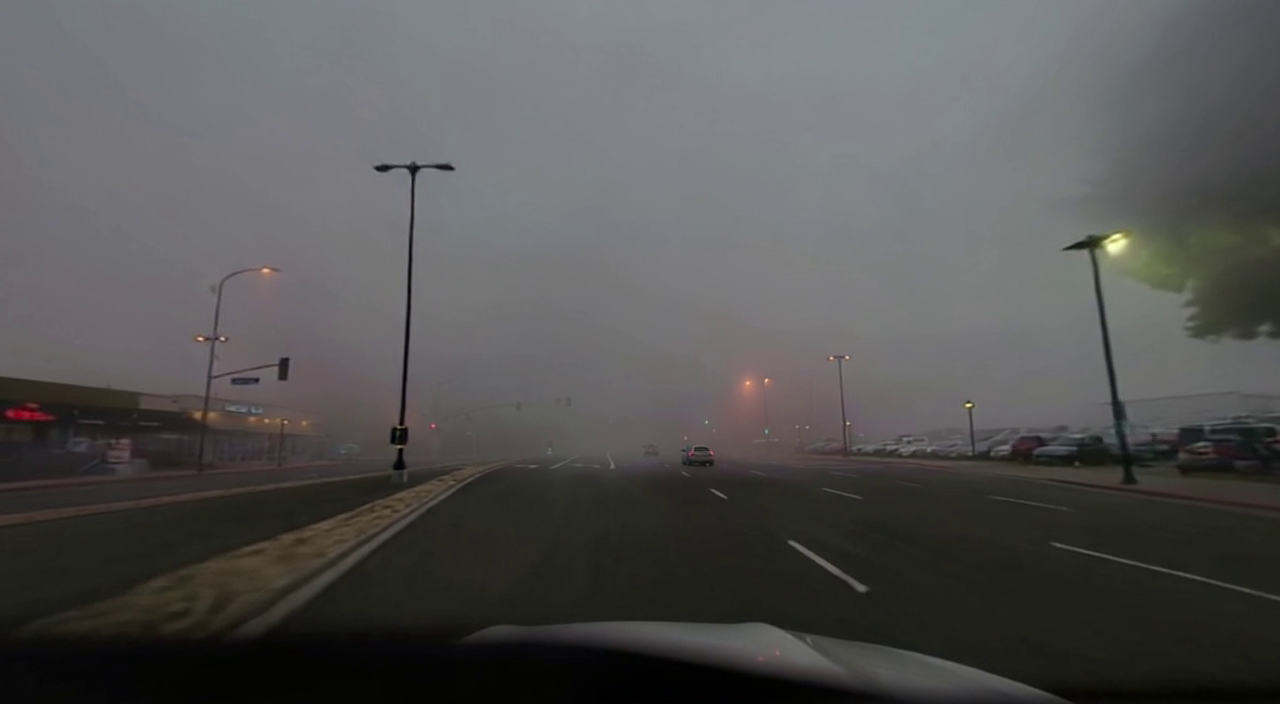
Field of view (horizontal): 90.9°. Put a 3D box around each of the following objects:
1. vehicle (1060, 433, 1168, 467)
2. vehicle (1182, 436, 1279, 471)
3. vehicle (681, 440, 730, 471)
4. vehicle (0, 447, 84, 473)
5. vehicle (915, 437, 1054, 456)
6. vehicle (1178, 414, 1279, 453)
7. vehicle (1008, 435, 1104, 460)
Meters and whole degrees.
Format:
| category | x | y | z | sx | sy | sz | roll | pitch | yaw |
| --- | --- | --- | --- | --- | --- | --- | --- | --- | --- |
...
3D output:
| category | x | y | z | sx | sy | sz | roll | pitch | yaw |
| --- | --- | --- | --- | --- | --- | --- | --- | --- | --- |
| vehicle | 25.897 | 5.330 | 34.483 | 4.544 | 1.474 | 1.772 | -3 | -7 | -5 |
| vehicle | 26.185 | 4.282 | 26.690 | 4.691 | 1.436 | 1.988 | 1 | -9 | -4 |
| vehicle | 3.422 | 5.540 | 33.826 | 2.038 | 1.528 | 4.259 | 0 | -8 | -2 |
| vehicle | -35.826 | 6.385 | 37.552 | 1.684 | 1.432 | 4.140 | 0 | -8 | -2 |
| vehicle | 25.550 | 7.135 | 47.752 | 2.870 | 1.165 | 10.713 | -1 | -8 | -12 |
| vehicle | 38.132 | 5.076 | 38.875 | 2.372 | 2.254 | 6.893 | 5 | -10 | -30 |
| vehicle | 26.113 | 5.990 | 39.674 | 4.726 | 1.515 | 1.914 | 0 | -9 | -3 |
